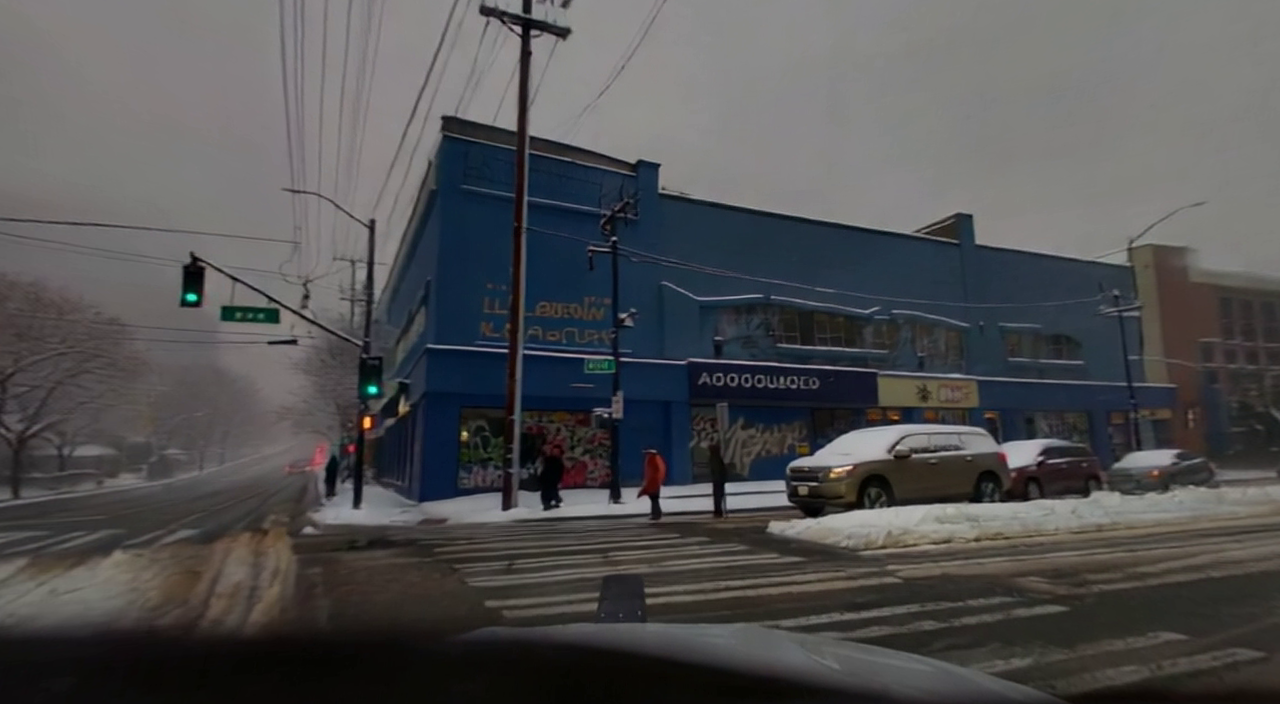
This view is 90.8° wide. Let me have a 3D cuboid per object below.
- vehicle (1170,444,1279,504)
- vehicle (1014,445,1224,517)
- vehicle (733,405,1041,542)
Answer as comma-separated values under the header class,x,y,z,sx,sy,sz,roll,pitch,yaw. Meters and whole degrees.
class,x,y,z,sx,sy,sz,roll,pitch,yaw
vehicle,17.775,3.422,18.143,4.619,1.511,2.010,4,-9,-25
vehicle,11.367,2.942,14.966,4.672,1.459,1.938,4,-9,-26
vehicle,4.451,2.085,11.425,4.970,1.972,2.372,4,-10,-27
